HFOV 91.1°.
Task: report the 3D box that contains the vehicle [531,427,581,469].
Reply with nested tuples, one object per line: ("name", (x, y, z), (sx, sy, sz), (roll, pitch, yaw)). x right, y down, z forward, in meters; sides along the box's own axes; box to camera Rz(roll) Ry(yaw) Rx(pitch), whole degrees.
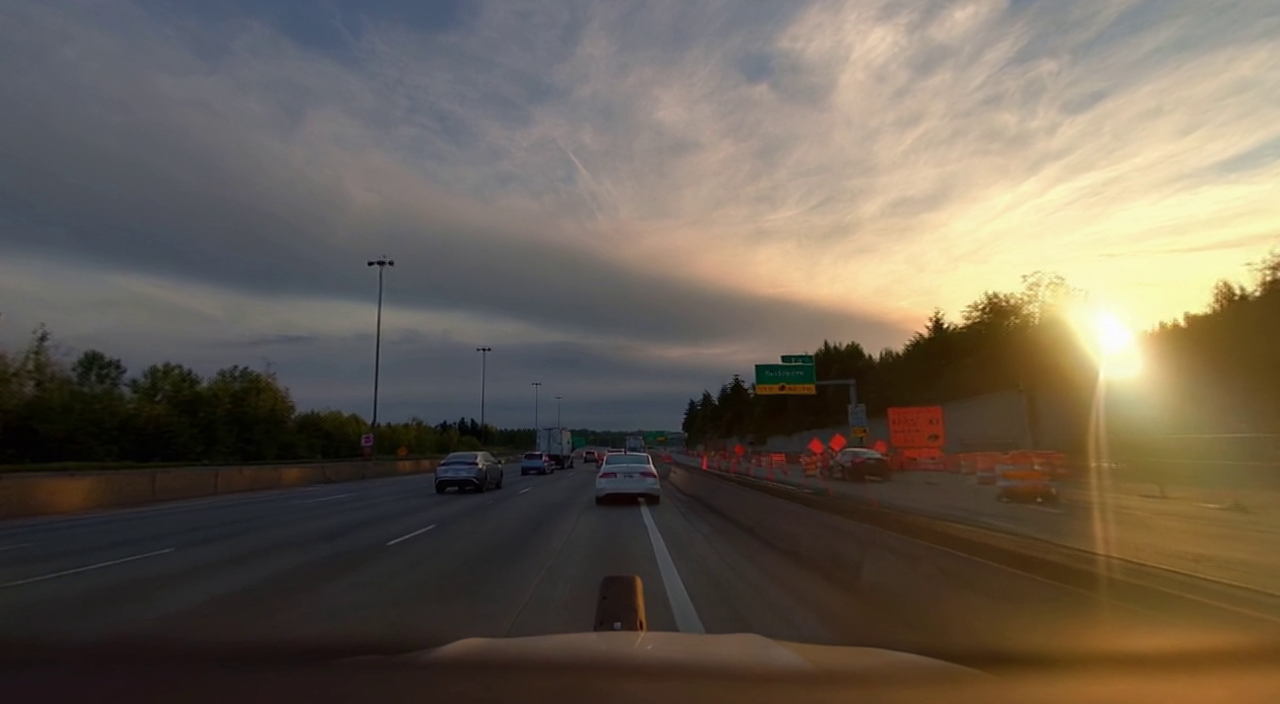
("vehicle", (-5.647, 6.589, 43.184), (2.326, 2.645, 6.249), (-1, -9, 2))

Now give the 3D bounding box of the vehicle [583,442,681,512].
("vehicle", (-0.228, 2.932, 15.188), (2.080, 1.451, 3.512), (0, -9, -2))

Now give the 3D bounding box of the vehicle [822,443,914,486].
("vehicle", (8.445, 4.170, 23.662), (1.871, 1.460, 3.754), (0, -9, -3))

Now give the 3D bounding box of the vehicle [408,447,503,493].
("vehicle", (-6.273, 4.048, 21.888), (2.063, 1.417, 4.000), (0, -9, 0))
